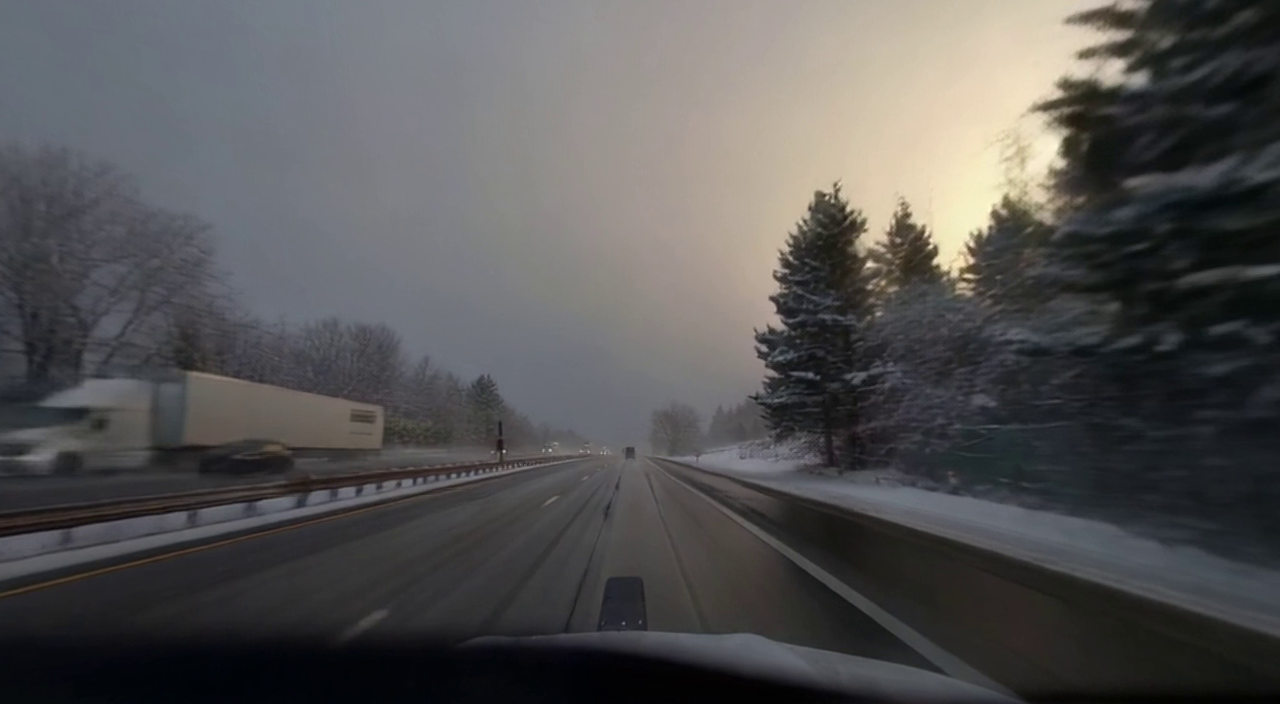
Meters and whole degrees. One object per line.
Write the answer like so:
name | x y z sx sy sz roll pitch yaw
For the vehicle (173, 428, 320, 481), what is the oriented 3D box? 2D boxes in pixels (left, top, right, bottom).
vehicle | -12.170 3.231 19.889 1.960 1.471 4.203 0 -9 -1

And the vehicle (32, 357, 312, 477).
vehicle | -16.617 2.723 23.971 2.903 3.554 10.284 0 -9 -1
